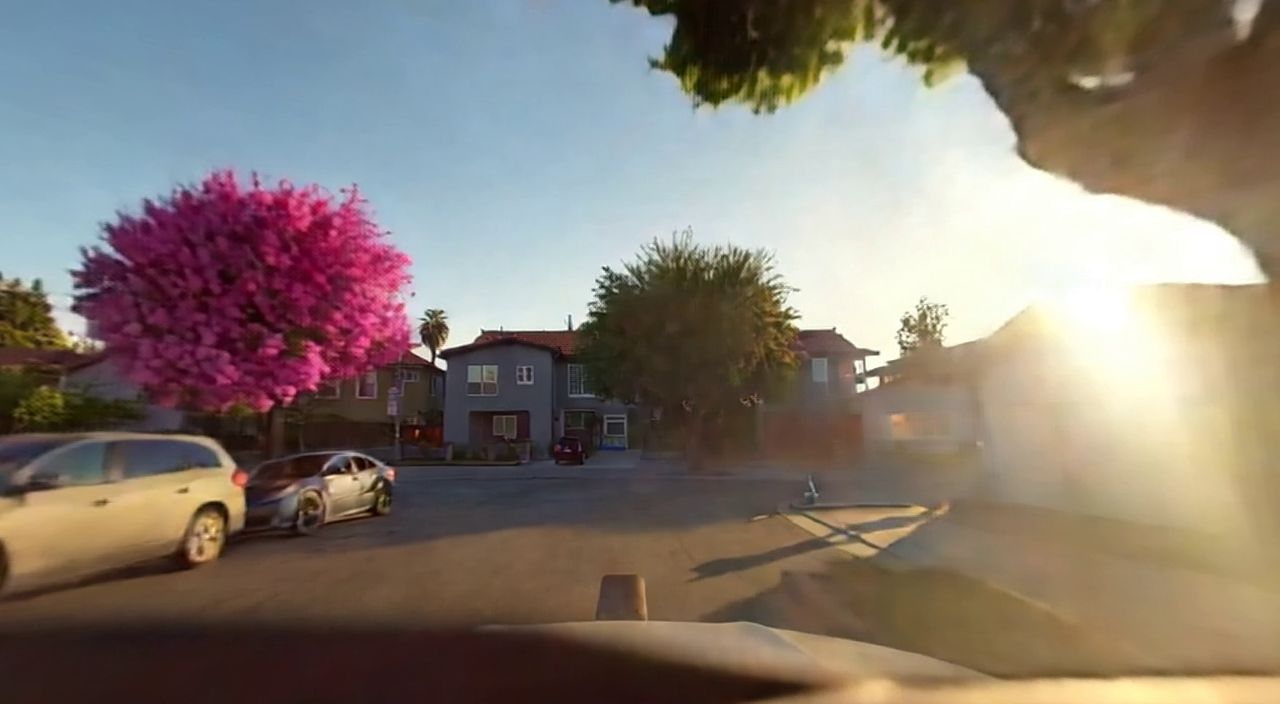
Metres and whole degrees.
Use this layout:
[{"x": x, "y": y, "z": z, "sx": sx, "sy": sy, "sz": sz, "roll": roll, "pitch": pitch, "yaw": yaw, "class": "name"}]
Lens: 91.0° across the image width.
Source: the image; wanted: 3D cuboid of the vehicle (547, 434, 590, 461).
[{"x": -4.306, "y": 5.844, "z": 38.547, "sx": 1.968, "sy": 1.491, "sz": 4.486, "roll": 0, "pitch": -8, "yaw": 2, "class": "vehicle"}]

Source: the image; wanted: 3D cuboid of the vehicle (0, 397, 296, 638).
[{"x": -5.804, "y": 1.442, "z": 6.074, "sx": 2.139, "sy": 1.783, "sz": 4.717, "roll": -1, "pitch": -8, "yaw": 2, "class": "vehicle"}]
